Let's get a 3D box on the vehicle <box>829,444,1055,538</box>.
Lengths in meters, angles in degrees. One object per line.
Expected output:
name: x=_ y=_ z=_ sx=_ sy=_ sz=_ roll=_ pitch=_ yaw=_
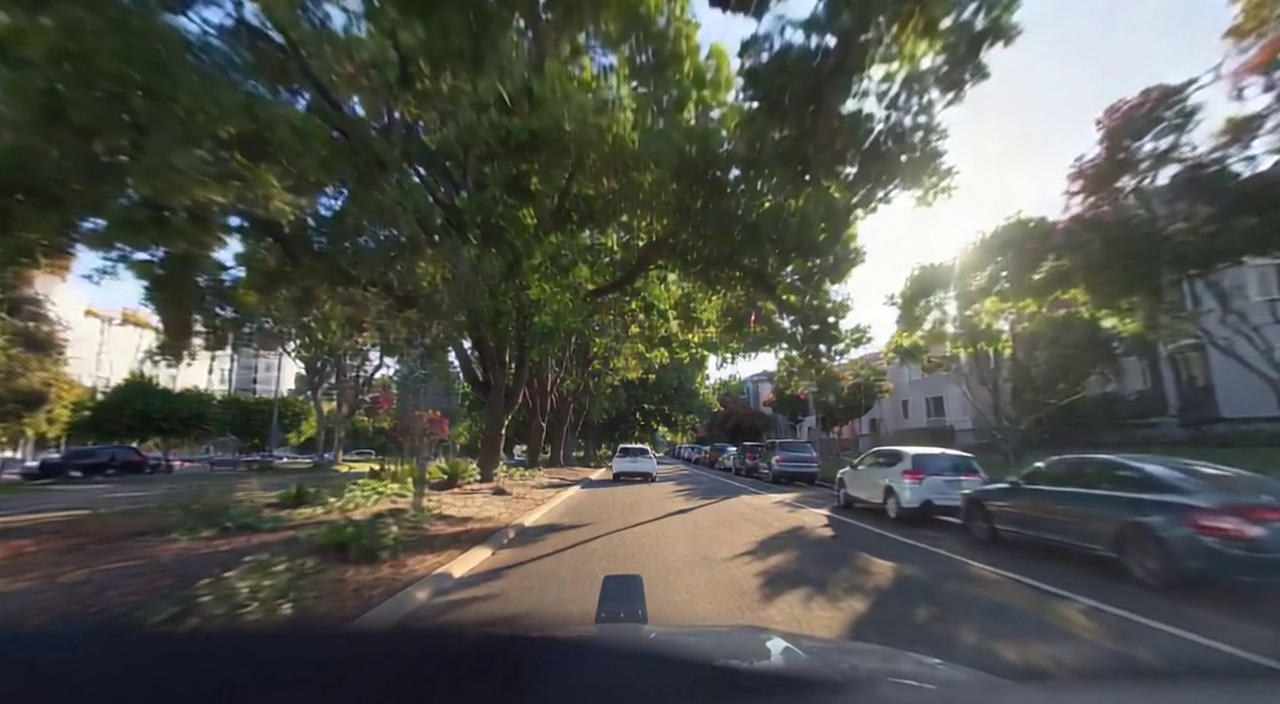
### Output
vehicle: x=5.544 y=2.582 z=12.471 sx=2.022 sy=1.484 sz=4.612 roll=0 pitch=-9 yaw=-2

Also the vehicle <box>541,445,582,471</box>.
vehicle: x=-4.775 y=6.550 z=39.191 sx=2.105 sy=1.474 sz=4.808 roll=0 pitch=-9 yaw=-2

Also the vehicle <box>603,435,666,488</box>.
vehicle: x=-0.236 y=3.923 z=22.889 sx=2.070 sy=1.698 sz=3.925 roll=0 pitch=-9 yaw=-1

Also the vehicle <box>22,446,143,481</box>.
vehicle: x=-34.508 y=6.906 z=39.242 sx=5.329 sy=2.013 sz=2.242 roll=0 pitch=-9 yaw=1

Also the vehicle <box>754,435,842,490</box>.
vehicle: x=5.814 y=4.117 z=23.859 sx=2.139 sy=1.872 sz=4.585 roll=0 pitch=-9 yaw=1

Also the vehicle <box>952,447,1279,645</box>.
vehicle: x=5.778 y=1.823 z=7.074 sx=1.903 sy=1.491 sz=4.999 roll=0 pitch=-9 yaw=-2
